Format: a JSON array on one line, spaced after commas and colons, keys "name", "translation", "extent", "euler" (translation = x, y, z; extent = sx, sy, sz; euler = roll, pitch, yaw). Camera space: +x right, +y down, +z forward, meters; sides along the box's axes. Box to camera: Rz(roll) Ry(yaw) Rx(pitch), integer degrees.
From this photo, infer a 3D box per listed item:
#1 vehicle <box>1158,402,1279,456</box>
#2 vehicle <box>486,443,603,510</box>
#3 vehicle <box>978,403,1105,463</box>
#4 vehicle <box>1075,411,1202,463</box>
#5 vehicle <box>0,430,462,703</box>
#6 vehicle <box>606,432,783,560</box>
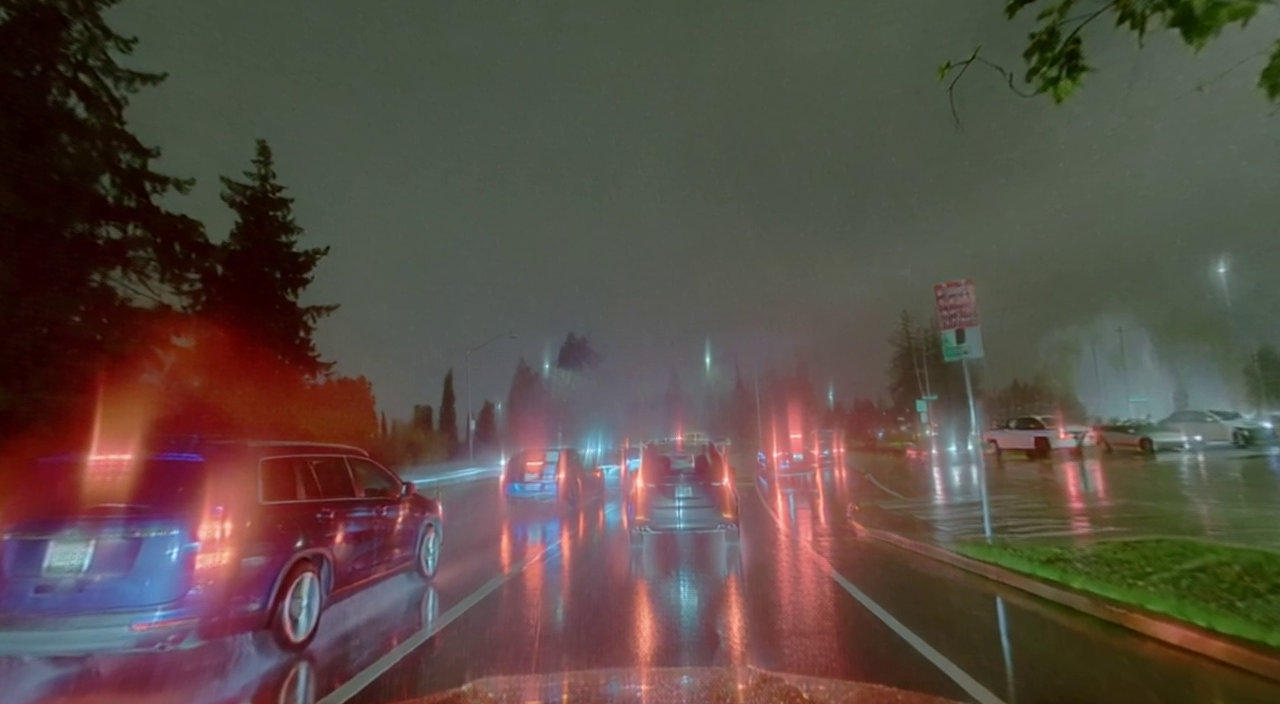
[{"name": "vehicle", "translation": [20.251, 2.673, 21.723], "extent": [1.902, 1.529, 3.937], "euler": [-8, -9, 12]}, {"name": "vehicle", "translation": [-2.282, 3.121, 16.291], "extent": [1.870, 1.490, 4.187], "euler": [-1, -9, 8]}, {"name": "vehicle", "translation": [14.271, 2.984, 22.759], "extent": [2.288, 1.933, 4.612], "euler": [-2, -9, 12]}, {"name": "vehicle", "translation": [17.427, 3.009, 22.285], "extent": [1.803, 1.518, 3.893], "euler": [-7, -9, 12]}, {"name": "vehicle", "translation": [-3.232, 1.498, 5.458], "extent": [1.940, 1.502, 4.241], "euler": [-1, -9, 3]}, {"name": "vehicle", "translation": [0.815, 2.064, 9.794], "extent": [2.142, 1.528, 4.133], "euler": [-1, -9, 5]}]
